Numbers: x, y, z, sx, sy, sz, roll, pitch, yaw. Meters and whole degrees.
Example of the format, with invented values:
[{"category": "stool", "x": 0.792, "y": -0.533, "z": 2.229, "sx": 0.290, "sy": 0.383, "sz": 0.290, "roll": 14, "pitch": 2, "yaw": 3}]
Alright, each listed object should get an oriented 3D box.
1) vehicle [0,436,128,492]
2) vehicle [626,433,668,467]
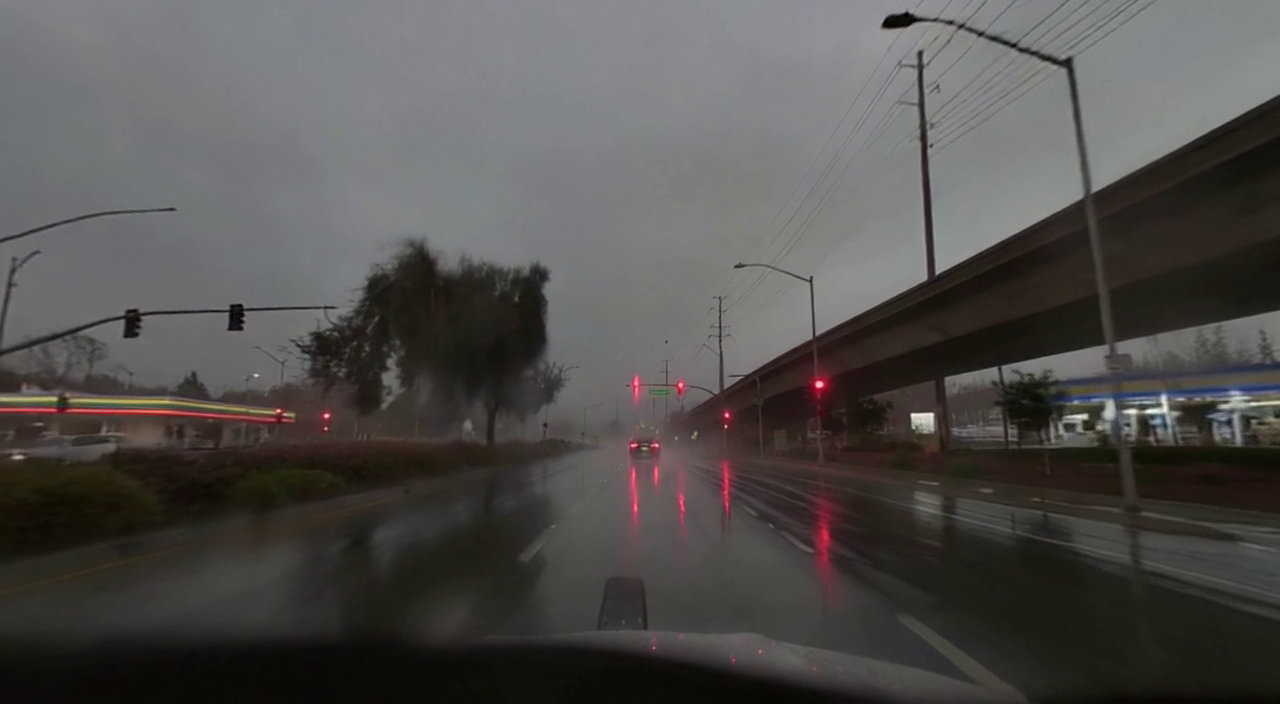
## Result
[{"category": "vehicle", "x": -23.137, "y": 4.354, "z": 24.727, "sx": 2.026, "sy": 1.965, "sz": 4.674, "roll": 0, "pitch": -9, "yaw": -1}, {"category": "vehicle", "x": 0.306, "y": 5.040, "z": 32.320, "sx": 2.074, "sy": 1.631, "sz": 3.793, "roll": 0, "pitch": -9, "yaw": -1}]
